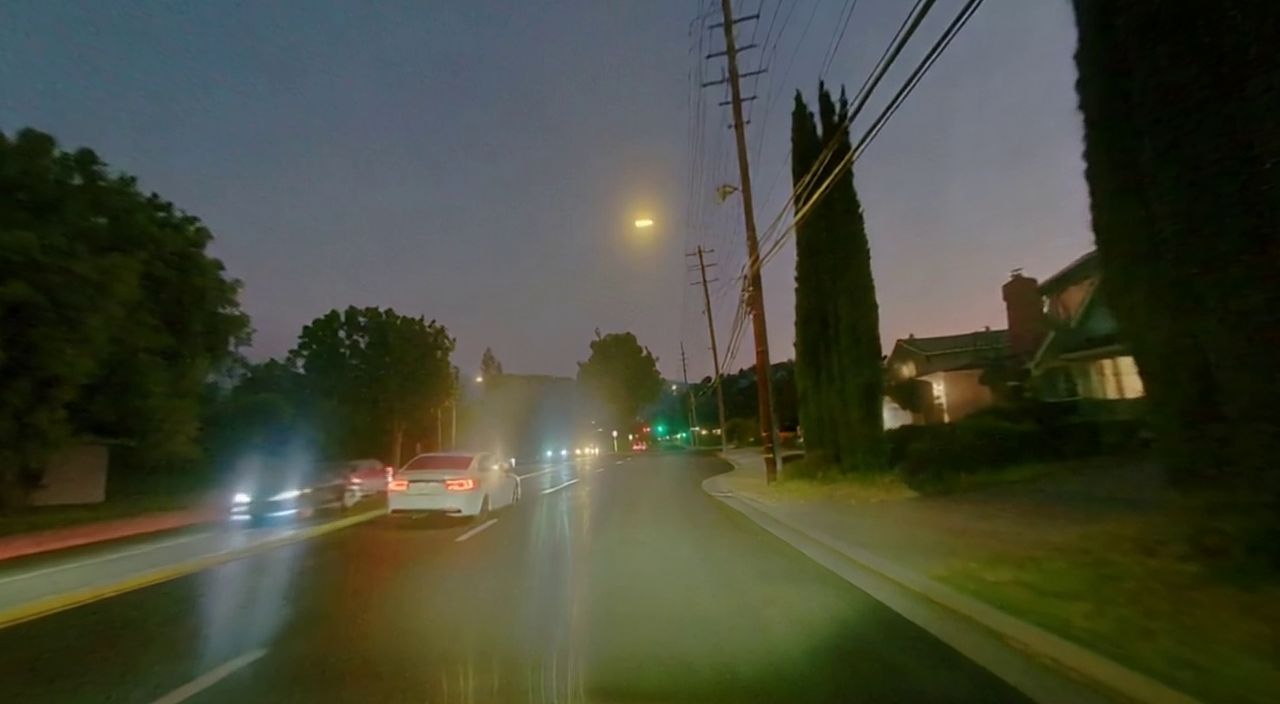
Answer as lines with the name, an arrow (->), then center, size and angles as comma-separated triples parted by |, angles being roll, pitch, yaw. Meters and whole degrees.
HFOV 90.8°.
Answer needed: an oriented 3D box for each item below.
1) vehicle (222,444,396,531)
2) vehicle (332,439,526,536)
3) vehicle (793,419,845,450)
vehicle -> -7.457, 3.024, 14.765 | 1.950, 1.670, 3.926 | 0, -8, 0
vehicle -> -3.711, 2.443, 12.200 | 2.041, 1.471, 4.602 | -1, -8, 2
vehicle -> 11.518, 5.414, 41.059 | 2.121, 1.799, 5.124 | -3, -8, 3
